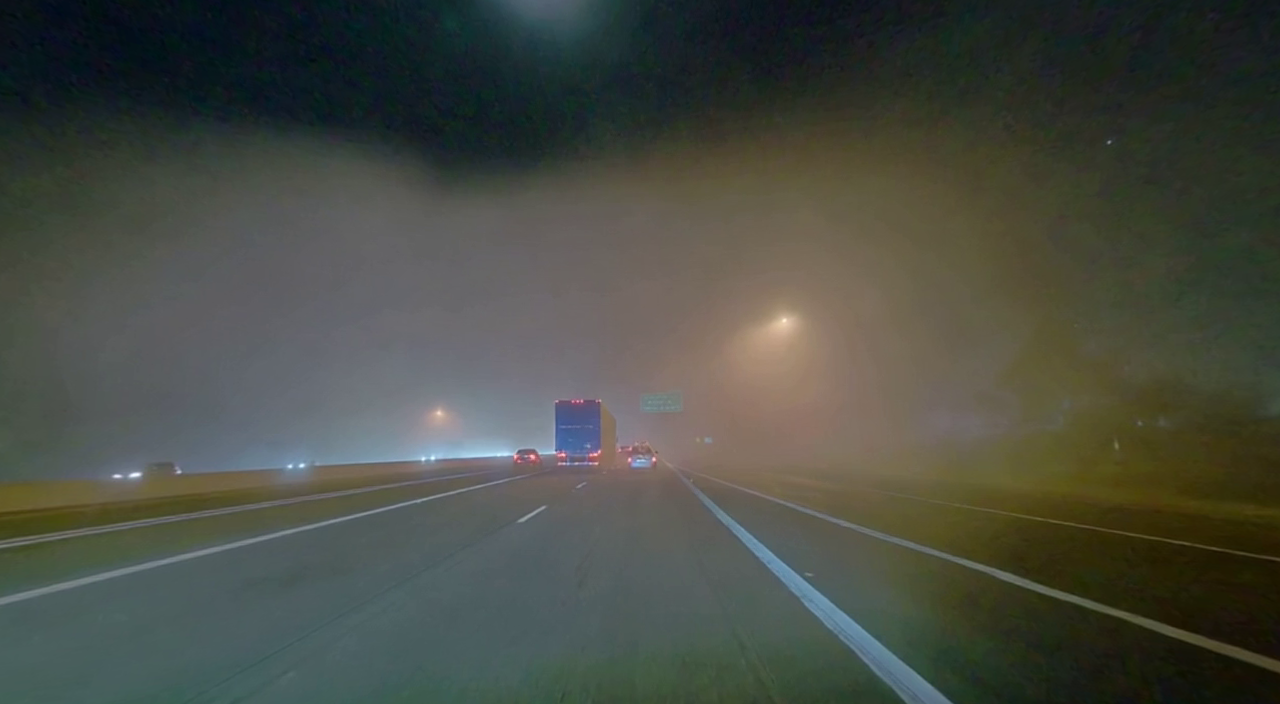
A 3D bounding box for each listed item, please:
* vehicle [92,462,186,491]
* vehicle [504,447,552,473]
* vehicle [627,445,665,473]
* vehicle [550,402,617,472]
[{"bbox_3d":[-31.547,7.808,39.850,1.995,1.611,4.703,-1,-9,2],"label":"vehicle"},{"bbox_3d":[-6.914,6.708,39.259,1.996,1.495,4.671,-1,-9,2],"label":"vehicle"},{"bbox_3d":[0.342,6.129,36.215,2.066,1.469,4.050,0,-9,1],"label":"vehicle"},{"bbox_3d":[-3.402,5.687,41.565,3.053,3.948,11.288,-1,-9,2],"label":"vehicle"}]
